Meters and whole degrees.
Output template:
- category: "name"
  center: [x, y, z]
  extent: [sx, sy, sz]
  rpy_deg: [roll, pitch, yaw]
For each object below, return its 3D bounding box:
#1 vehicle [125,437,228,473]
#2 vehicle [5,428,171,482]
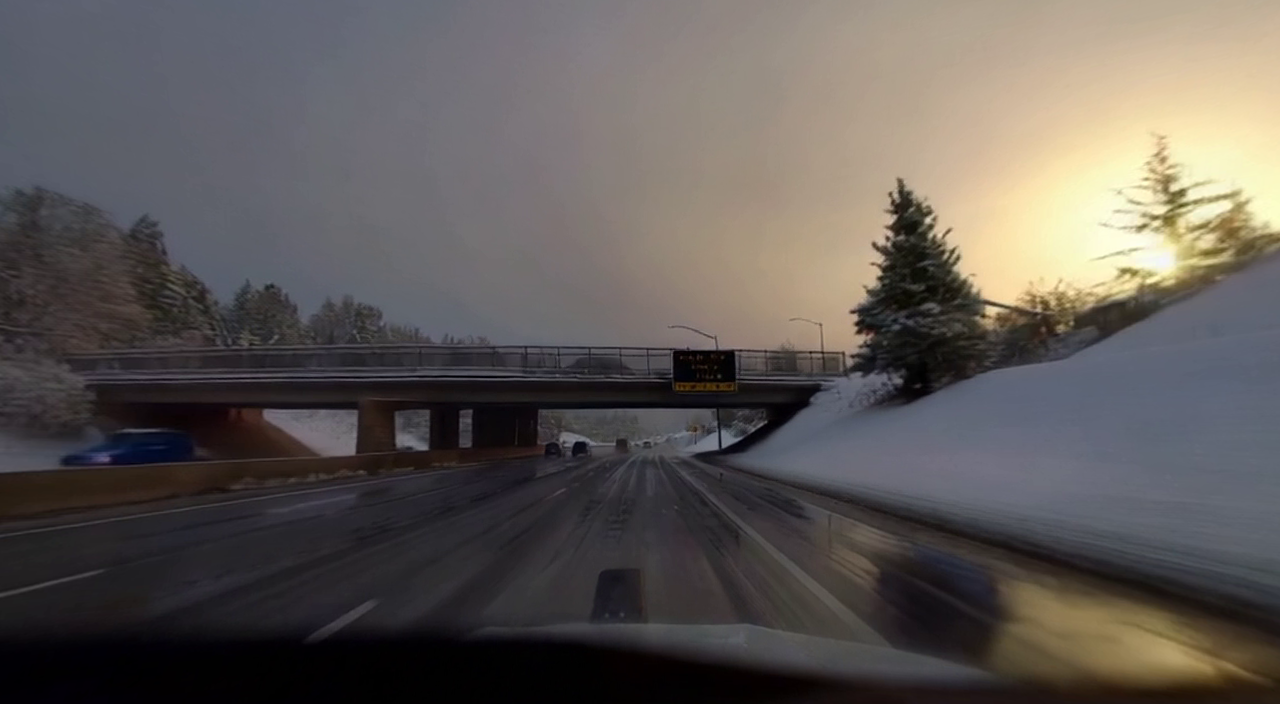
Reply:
- category: "vehicle"
  center: [-20.680, 4.602, 28.336]
  extent: [1.727, 1.517, 3.665]
  rpy_deg: [0, -8, 2]
- category: "vehicle"
  center: [-16.294, 3.063, 18.882]
  extent: [1.716, 1.450, 3.496]
  rpy_deg: [0, -8, 2]
